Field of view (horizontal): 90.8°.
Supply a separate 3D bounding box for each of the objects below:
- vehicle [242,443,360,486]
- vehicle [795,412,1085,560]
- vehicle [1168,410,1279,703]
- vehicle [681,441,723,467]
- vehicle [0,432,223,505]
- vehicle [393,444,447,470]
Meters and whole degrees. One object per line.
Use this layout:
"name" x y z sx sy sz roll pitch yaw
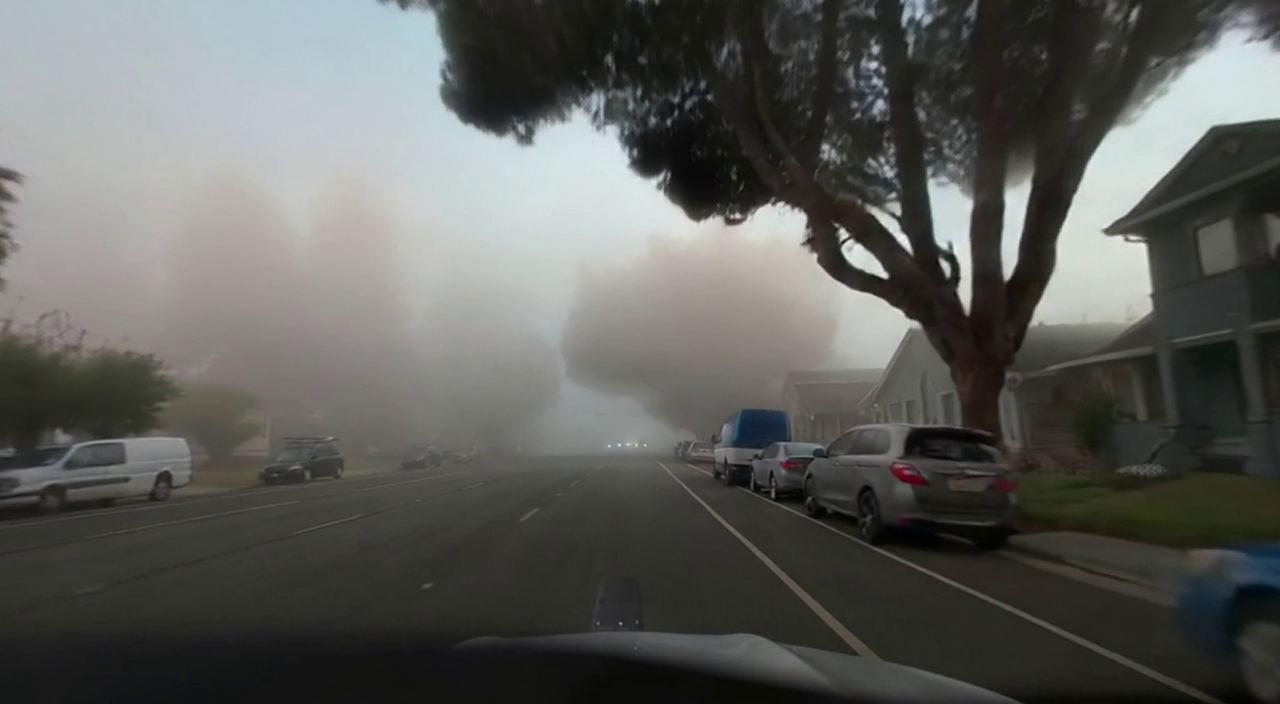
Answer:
"vehicle" -14.050 4.667 26.642 2.045 1.636 5.214 0 -8 0
"vehicle" 4.072 1.901 9.688 2.067 1.706 4.506 0 -8 -2
"vehicle" 4.200 0.823 1.608 1.862 1.515 4.233 0 -9 -4
"vehicle" 3.709 6.208 38.602 1.956 1.468 4.524 0 -8 -2
"vehicle" -15.624 3.250 17.934 5.783 1.904 2.289 0 -9 -3
"vehicle" -14.354 6.852 41.491 1.923 1.535 4.862 0 -8 -1
